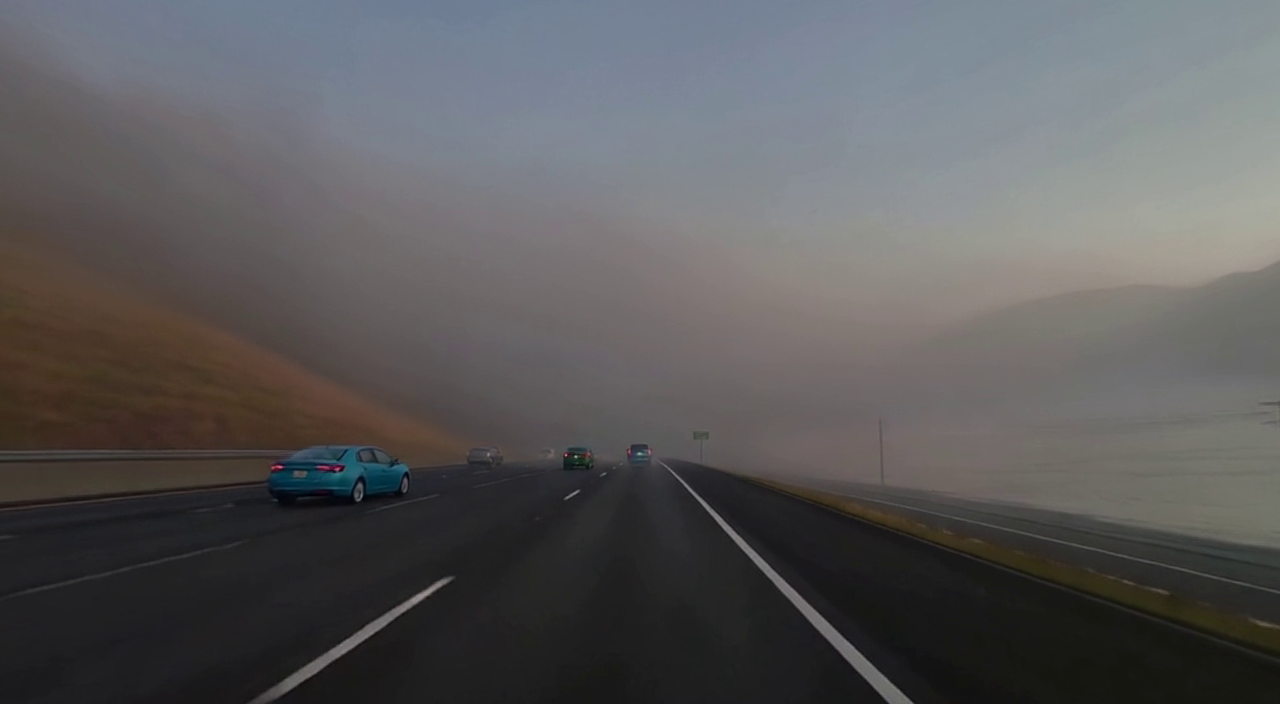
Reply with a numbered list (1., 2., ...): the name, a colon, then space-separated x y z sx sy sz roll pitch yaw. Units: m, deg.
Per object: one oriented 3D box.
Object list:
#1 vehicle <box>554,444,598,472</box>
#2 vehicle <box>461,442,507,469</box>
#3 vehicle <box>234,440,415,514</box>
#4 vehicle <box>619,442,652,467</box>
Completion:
1. vehicle: -3.689 6.224 37.354 2.144 1.505 4.649 0 -8 0
2. vehicle: -11.007 7.291 44.711 2.025 1.750 4.505 0 -8 1
3. vehicle: -7.068 2.808 14.750 1.991 1.441 4.265 0 -8 1
4. vehicle: -0.348 7.179 44.322 2.225 1.674 4.044 0 -8 -1
